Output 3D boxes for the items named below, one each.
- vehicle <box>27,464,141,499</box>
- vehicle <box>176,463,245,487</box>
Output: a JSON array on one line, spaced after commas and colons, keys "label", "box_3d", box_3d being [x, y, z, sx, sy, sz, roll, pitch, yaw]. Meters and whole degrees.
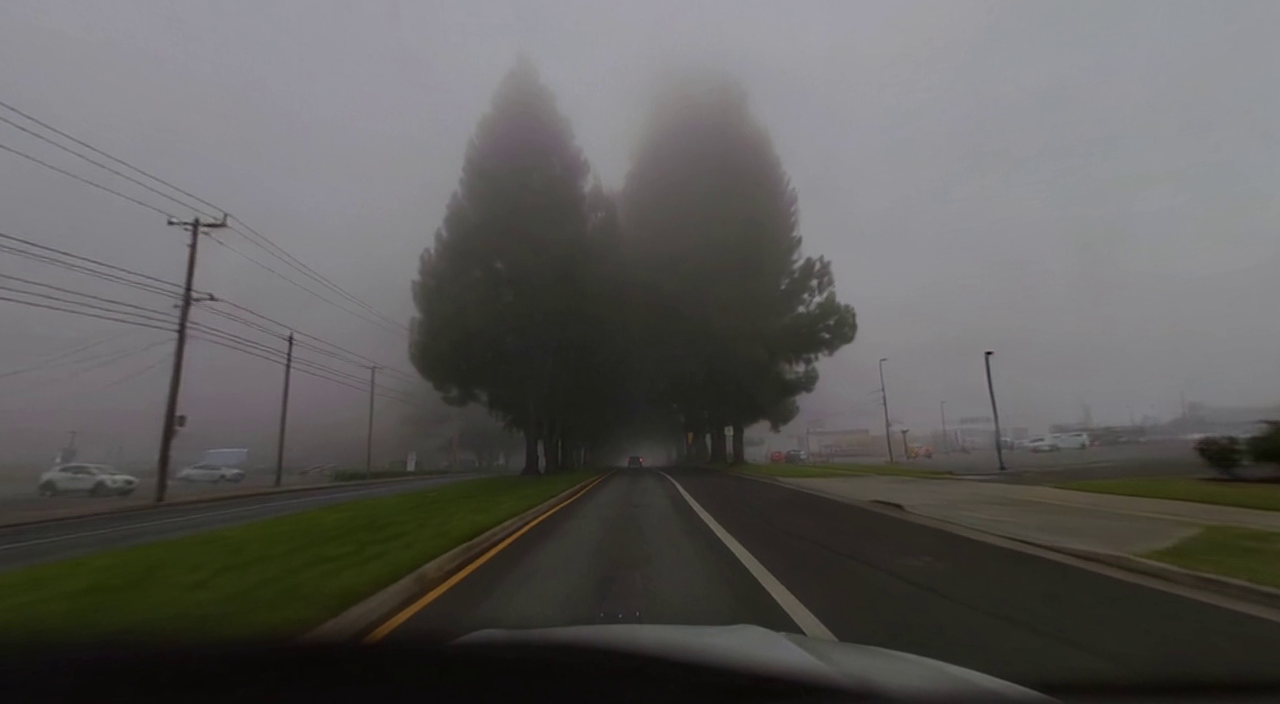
[{"label": "vehicle", "box_3d": [-27.612, 6.414, 31.644, 1.808, 1.441, 4.386, -1, -9, -1]}, {"label": "vehicle", "box_3d": [-32.881, 9.372, 48.471, 3.976, 1.504, 1.896, -3, -7, 1]}]
